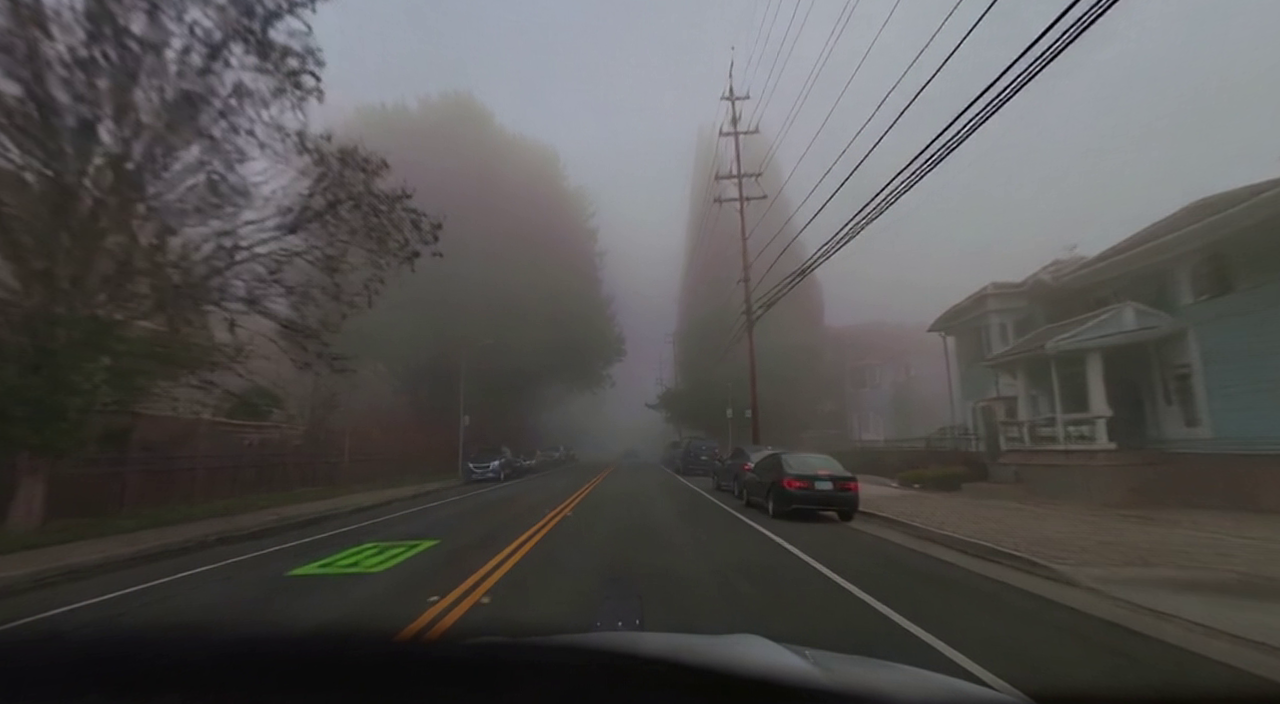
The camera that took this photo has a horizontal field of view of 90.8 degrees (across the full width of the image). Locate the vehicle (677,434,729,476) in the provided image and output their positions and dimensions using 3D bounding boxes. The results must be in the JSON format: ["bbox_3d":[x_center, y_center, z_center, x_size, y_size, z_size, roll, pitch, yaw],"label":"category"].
[{"bbox_3d":[3.163,5.317,32.833,2.065,1.953,5.359,0,-8,-1],"label":"vehicle"}]

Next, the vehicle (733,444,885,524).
[{"bbox_3d":[3.321,2.672,13.439,1.967,1.382,4.361,0,-8,-1],"label":"vehicle"}]

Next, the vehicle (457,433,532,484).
[{"bbox_3d":[-6.785,4.980,30.156,2.451,2.099,5.112,-1,-7,0],"label":"vehicle"}]
